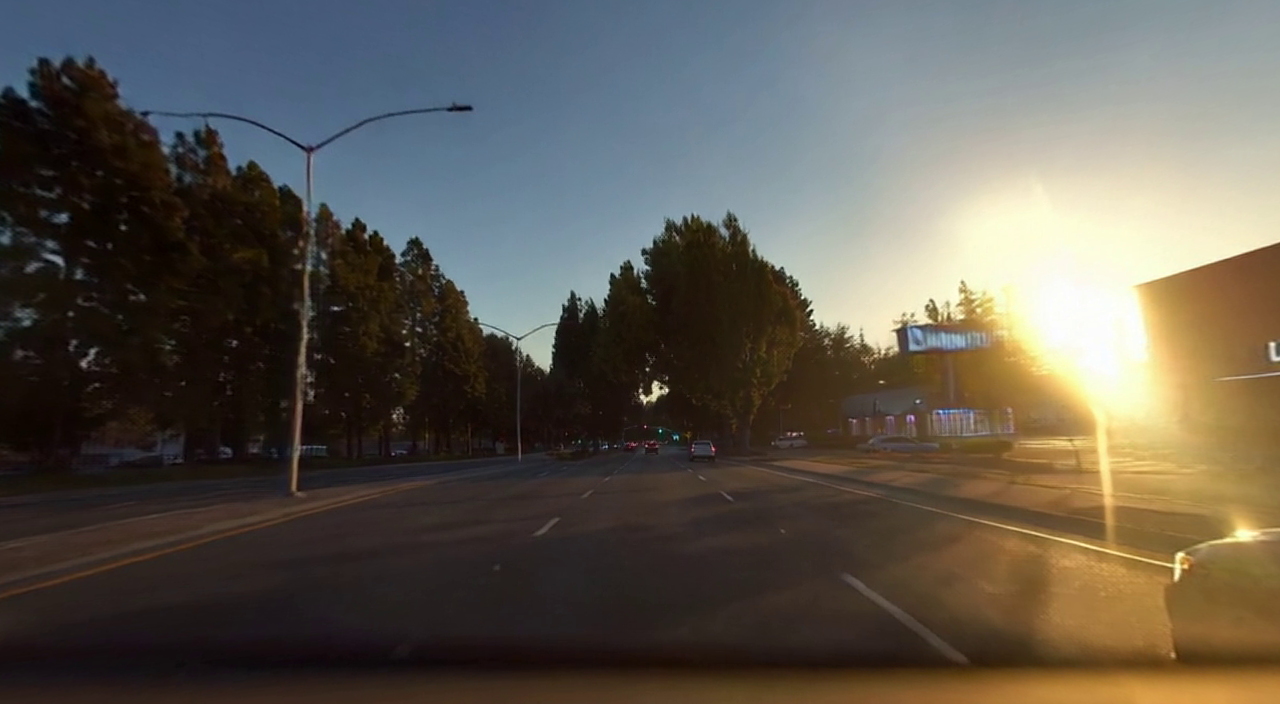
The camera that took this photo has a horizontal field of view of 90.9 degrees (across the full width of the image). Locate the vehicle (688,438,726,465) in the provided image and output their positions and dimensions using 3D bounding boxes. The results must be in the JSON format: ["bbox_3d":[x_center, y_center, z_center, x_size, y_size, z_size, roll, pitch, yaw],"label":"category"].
[{"bbox_3d":[4.376,6.603,41.949,2.007,1.683,4.171,0,-8,-1],"label":"vehicle"}]

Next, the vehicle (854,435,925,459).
[{"bbox_3d":[18.312,6.964,46.405,4.386,1.701,2.121,-1,-8,3],"label":"vehicle"}]

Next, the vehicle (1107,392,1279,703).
[{"bbox_3d":[3.567,0.710,1.050,1.995,1.528,4.732,0,-8,1],"label":"vehicle"}]
